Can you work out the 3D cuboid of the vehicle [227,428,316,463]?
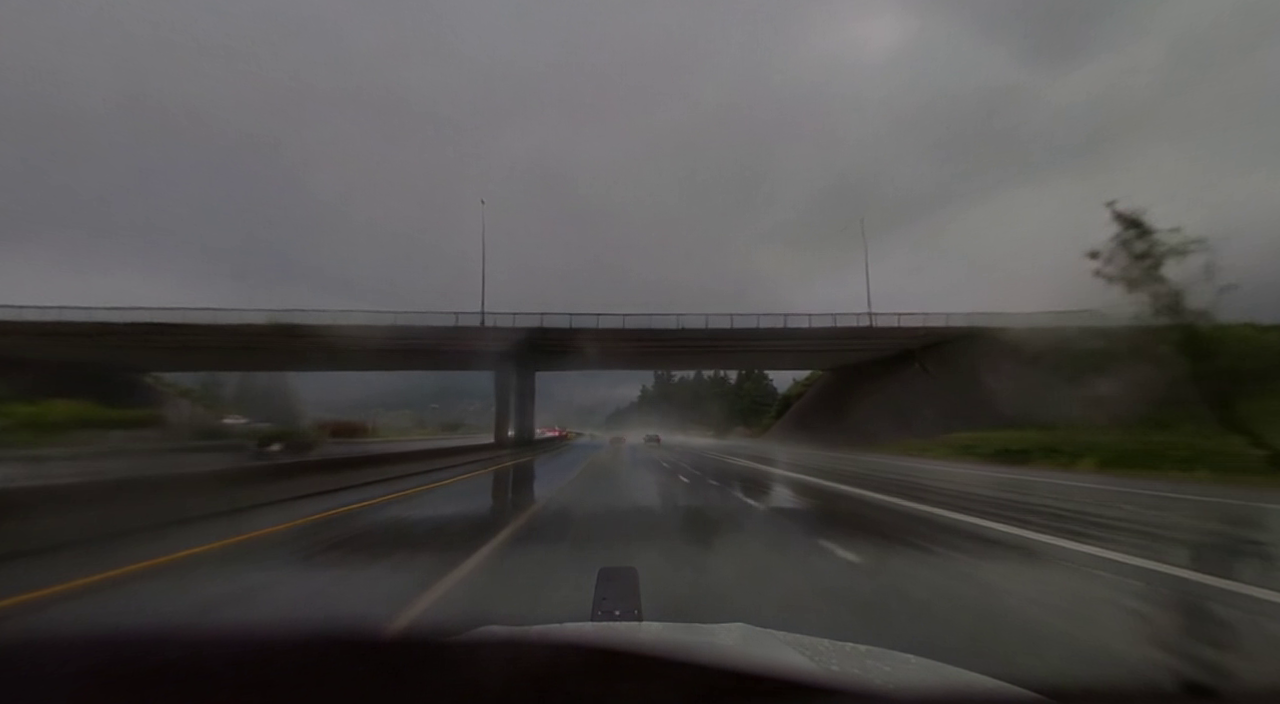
[{"bbox_3d":[-16.845,4.288,28.992,1.776,1.476,4.034,0,-8,-2],"label":"vehicle"}]
